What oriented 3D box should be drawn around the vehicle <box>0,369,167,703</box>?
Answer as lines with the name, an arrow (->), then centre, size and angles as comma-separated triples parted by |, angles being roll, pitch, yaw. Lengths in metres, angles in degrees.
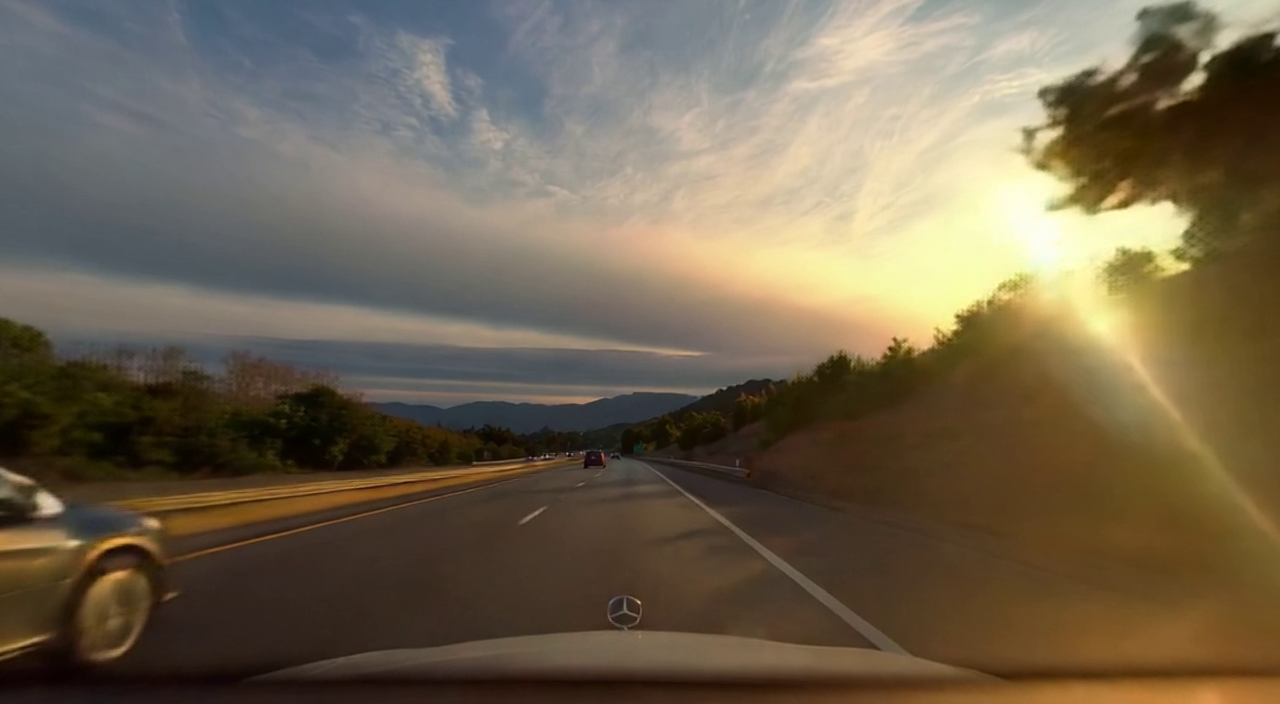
vehicle -> -3.887, 0.713, 1.401 | 2.135, 1.686, 4.517 | 0, -9, 0
